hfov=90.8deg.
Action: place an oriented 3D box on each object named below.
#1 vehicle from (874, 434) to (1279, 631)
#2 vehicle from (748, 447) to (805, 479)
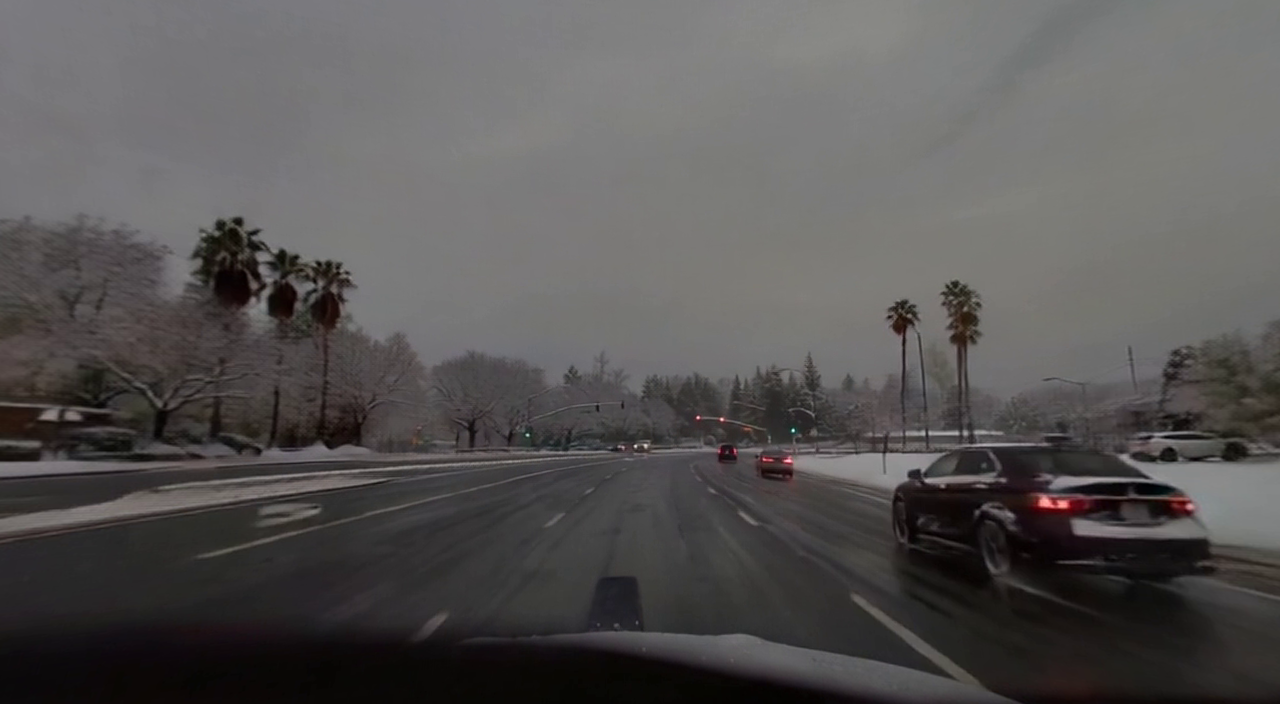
[{"bbox_3d":[4.229,1.675,6.813,1.993,1.483,3.821,0,-8,1],"label":"vehicle"},{"bbox_3d":[6.797,5.557,31.950,2.144,1.473,4.638,-1,-9,4],"label":"vehicle"}]
